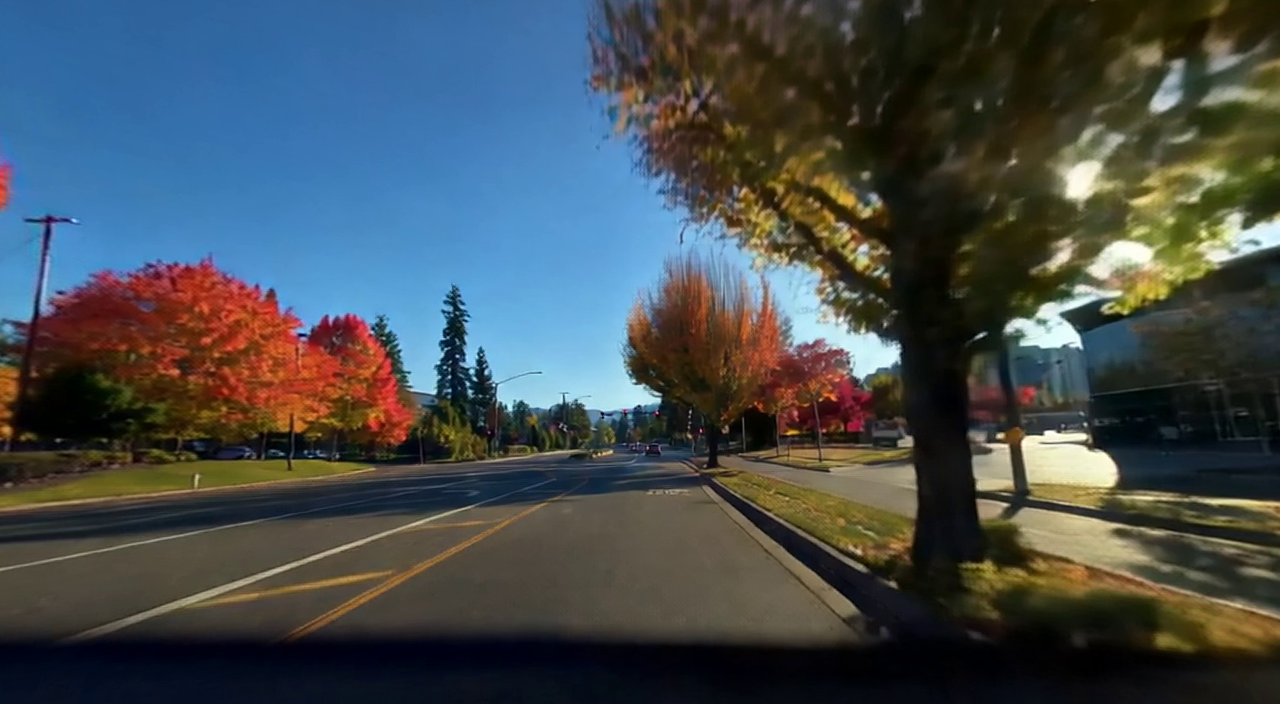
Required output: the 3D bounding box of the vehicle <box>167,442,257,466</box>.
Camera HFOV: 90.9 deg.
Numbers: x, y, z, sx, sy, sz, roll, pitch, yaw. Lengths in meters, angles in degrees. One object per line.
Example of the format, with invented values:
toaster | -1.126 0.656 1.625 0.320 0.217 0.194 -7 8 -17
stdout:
vehicle | -30.119 7.228 44.511 4.706 1.457 1.999 3 -11 -4
